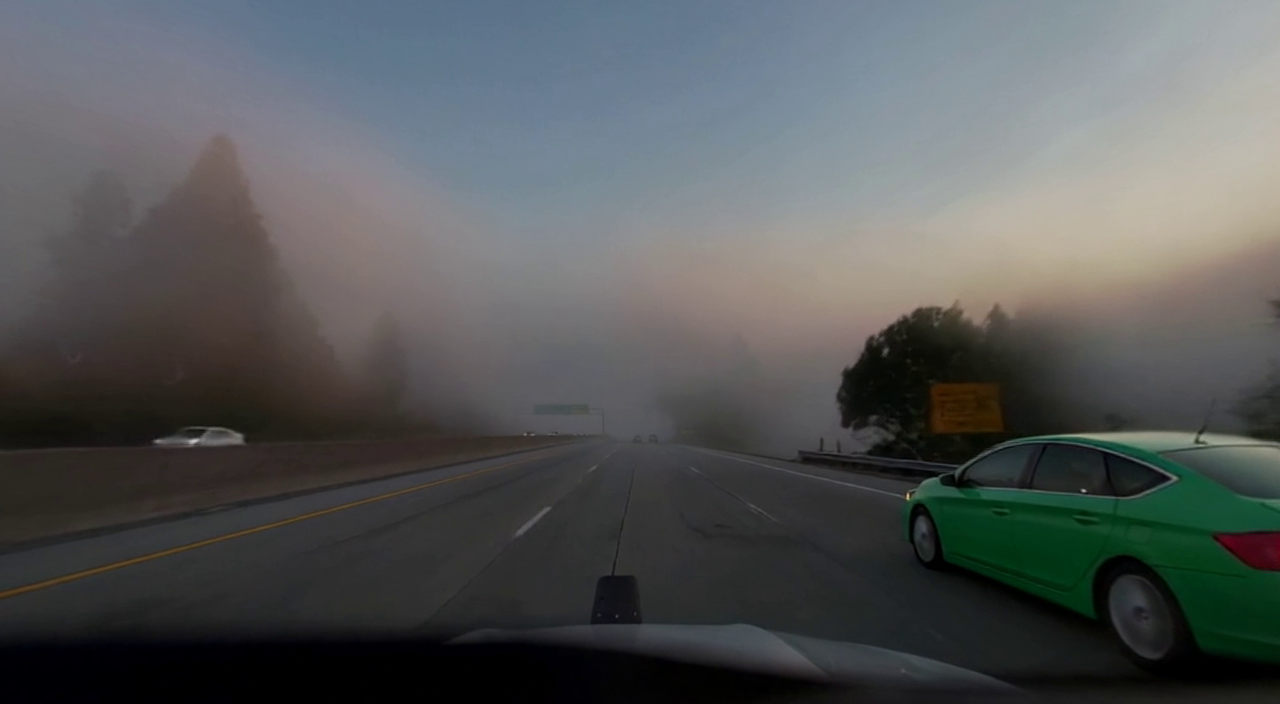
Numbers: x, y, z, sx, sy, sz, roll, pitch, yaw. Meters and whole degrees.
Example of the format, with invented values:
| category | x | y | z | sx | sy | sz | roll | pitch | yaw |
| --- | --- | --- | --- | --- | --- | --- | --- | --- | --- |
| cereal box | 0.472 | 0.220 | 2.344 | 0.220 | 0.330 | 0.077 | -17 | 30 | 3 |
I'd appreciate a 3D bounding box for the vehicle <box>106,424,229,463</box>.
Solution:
| category | x | y | z | sx | sy | sz | roll | pitch | yaw |
| --- | --- | --- | --- | --- | --- | --- | --- | --- | --- |
| vehicle | -19.409 | 3.772 | 26.136 | 1.837 | 1.471 | 4.219 | 0 | -8 | 0 |
